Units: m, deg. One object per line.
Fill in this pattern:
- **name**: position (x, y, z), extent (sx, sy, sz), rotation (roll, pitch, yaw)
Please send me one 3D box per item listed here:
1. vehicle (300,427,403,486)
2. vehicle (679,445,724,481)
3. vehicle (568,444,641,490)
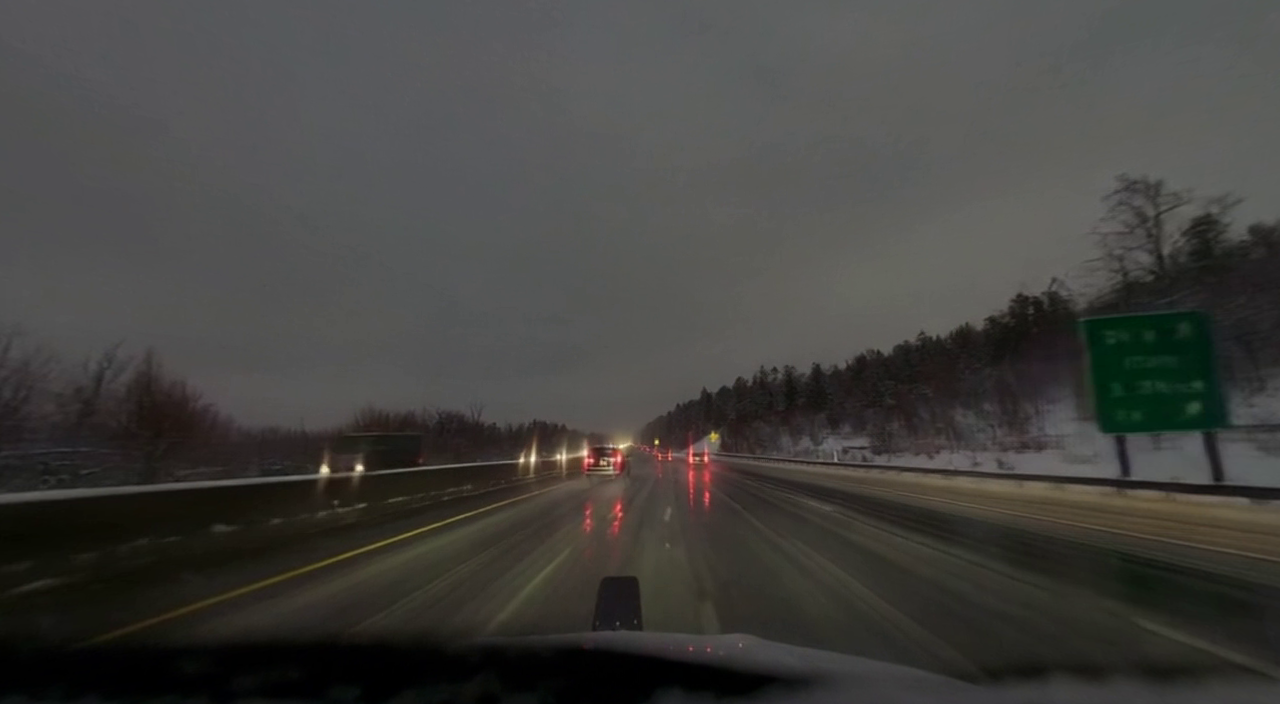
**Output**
- **vehicle**: position (-14.442, 5.275, 31.938), extent (2.421, 2.691, 6.009), rotation (0, -9, -1)
- **vehicle**: position (2.920, 5.216, 29.742), extent (1.969, 1.595, 3.964), rotation (-1, -9, 5)
- **vehicle**: position (-1.252, 4.362, 24.148), extent (2.084, 1.594, 4.219), rotation (-1, -9, 7)
